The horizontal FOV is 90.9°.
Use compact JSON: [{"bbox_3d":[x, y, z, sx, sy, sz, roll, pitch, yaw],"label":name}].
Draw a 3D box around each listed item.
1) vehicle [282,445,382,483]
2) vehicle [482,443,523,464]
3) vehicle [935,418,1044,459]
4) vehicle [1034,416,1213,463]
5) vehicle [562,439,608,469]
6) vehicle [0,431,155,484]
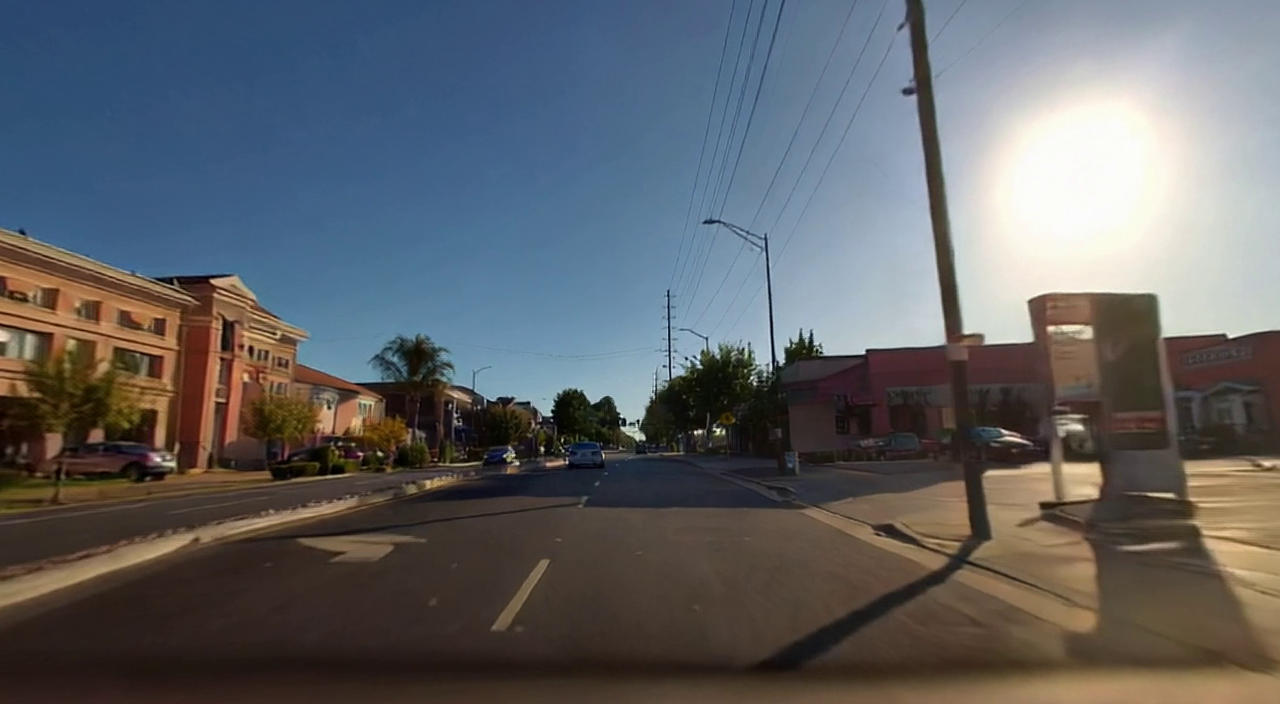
[{"bbox_3d":[-13.866,5.041,28.761,2.091,1.538,4.451,-1,-8,3],"label":"vehicle"},{"bbox_3d":[-10.398,7.648,47.945,2.021,1.480,4.800,0,-8,1],"label":"vehicle"},{"bbox_3d":[18.347,4.522,33.412,2.020,1.972,4.983,3,-7,-16],"label":"vehicle"},{"bbox_3d":[17.816,3.250,23.434,4.943,1.646,2.072,0,-8,-1],"label":"vehicle"},{"bbox_3d":[-2.894,5.472,34.035,2.073,1.525,3.968,0,-8,0],"label":"vehicle"},{"bbox_3d":[-23.144,4.316,25.936,4.657,1.806,2.132,-3,-8,-1],"label":"vehicle"}]
